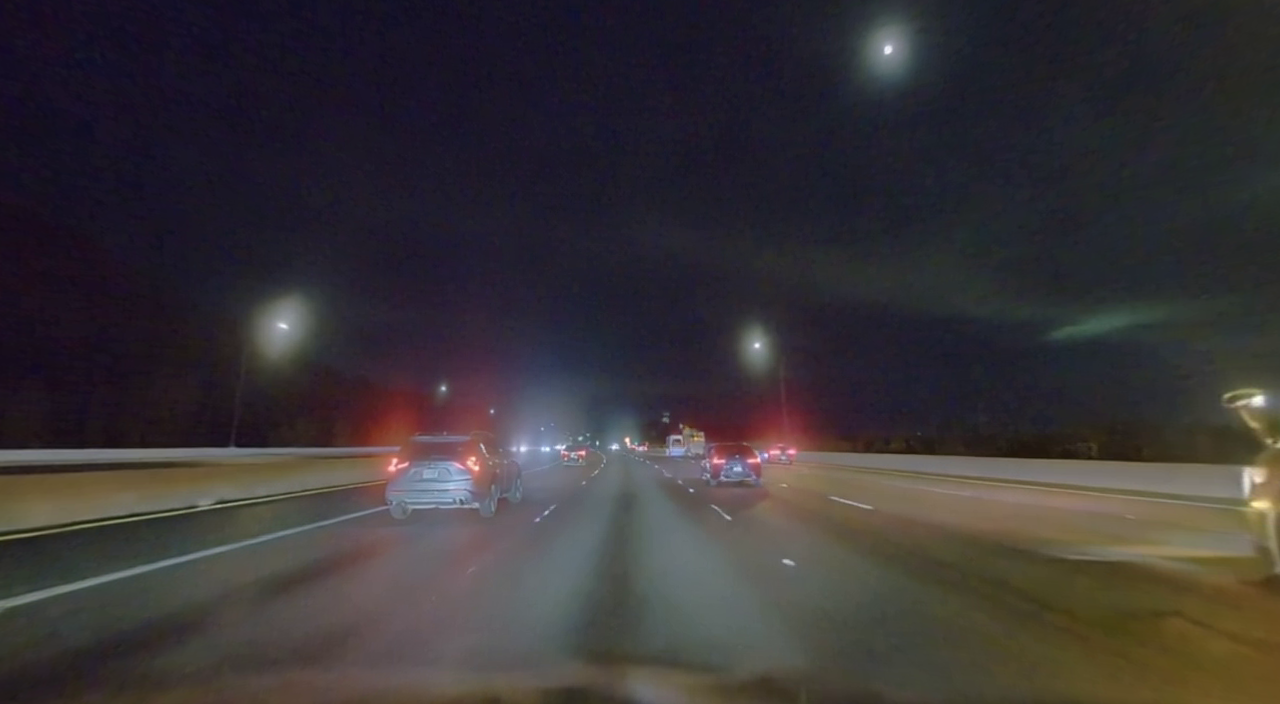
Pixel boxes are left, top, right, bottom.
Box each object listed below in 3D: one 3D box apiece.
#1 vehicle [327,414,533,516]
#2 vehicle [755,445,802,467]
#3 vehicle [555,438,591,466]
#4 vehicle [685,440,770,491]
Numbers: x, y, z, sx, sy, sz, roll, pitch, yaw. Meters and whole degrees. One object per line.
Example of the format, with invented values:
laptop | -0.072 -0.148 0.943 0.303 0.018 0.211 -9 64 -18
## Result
vehicle | -4.327 2.510 14.474 2.684 1.839 5.803 0 -9 0
vehicle | 9.812 7.380 44.953 2.105 1.496 4.393 0 -9 -3
vehicle | -4.618 7.018 44.313 2.149 1.843 4.348 1 -9 -2
vehicle | 2.828 3.797 21.496 2.053 1.510 4.400 0 -9 -3
